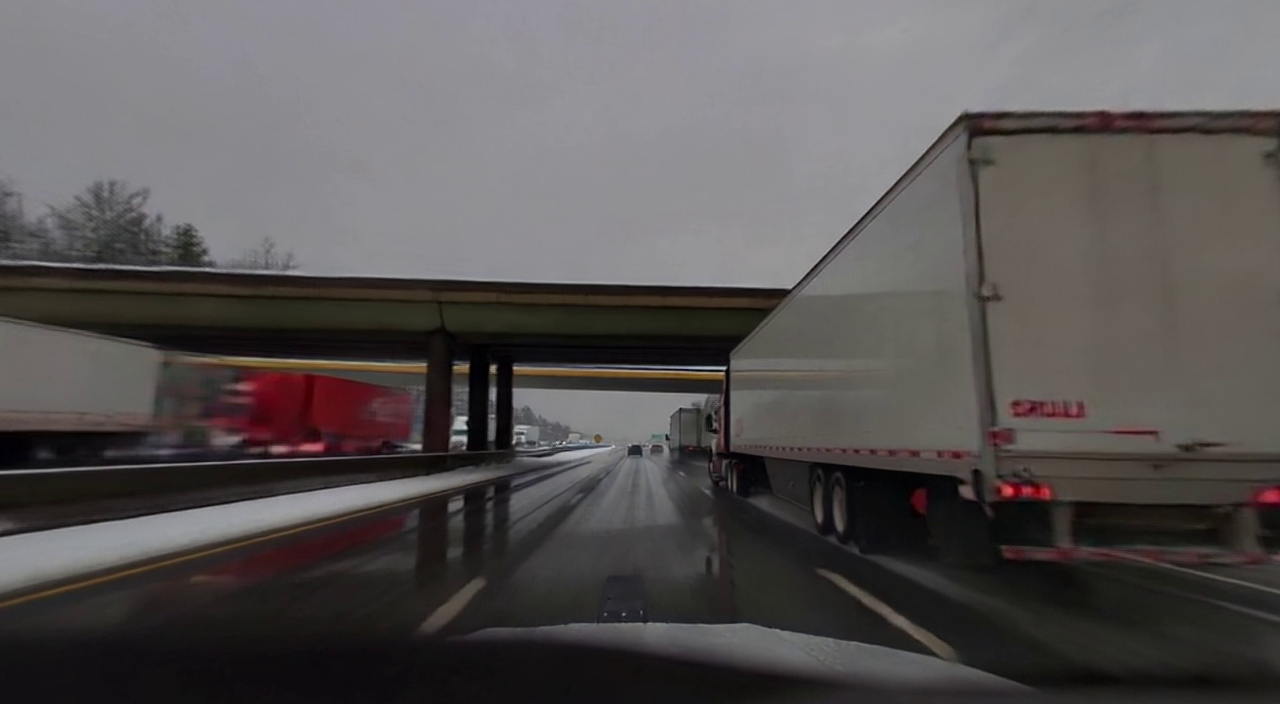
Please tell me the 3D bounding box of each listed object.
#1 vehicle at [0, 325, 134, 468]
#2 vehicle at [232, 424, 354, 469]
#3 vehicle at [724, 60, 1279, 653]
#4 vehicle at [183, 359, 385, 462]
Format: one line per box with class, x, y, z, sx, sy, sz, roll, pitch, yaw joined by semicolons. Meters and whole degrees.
vehicle;-19.587;0.883;15.476;2.789;4.028;13.994;0;-9;0
vehicle;-12.173;3.362;22.486;1.887;1.438;4.350;0;-9;0
vehicle;3.976;0.942;11.149;2.922;3.987;14.038;0;-9;-1
vehicle;-15.739;3.039;29.517;2.961;3.904;11.068;0;-9;0
